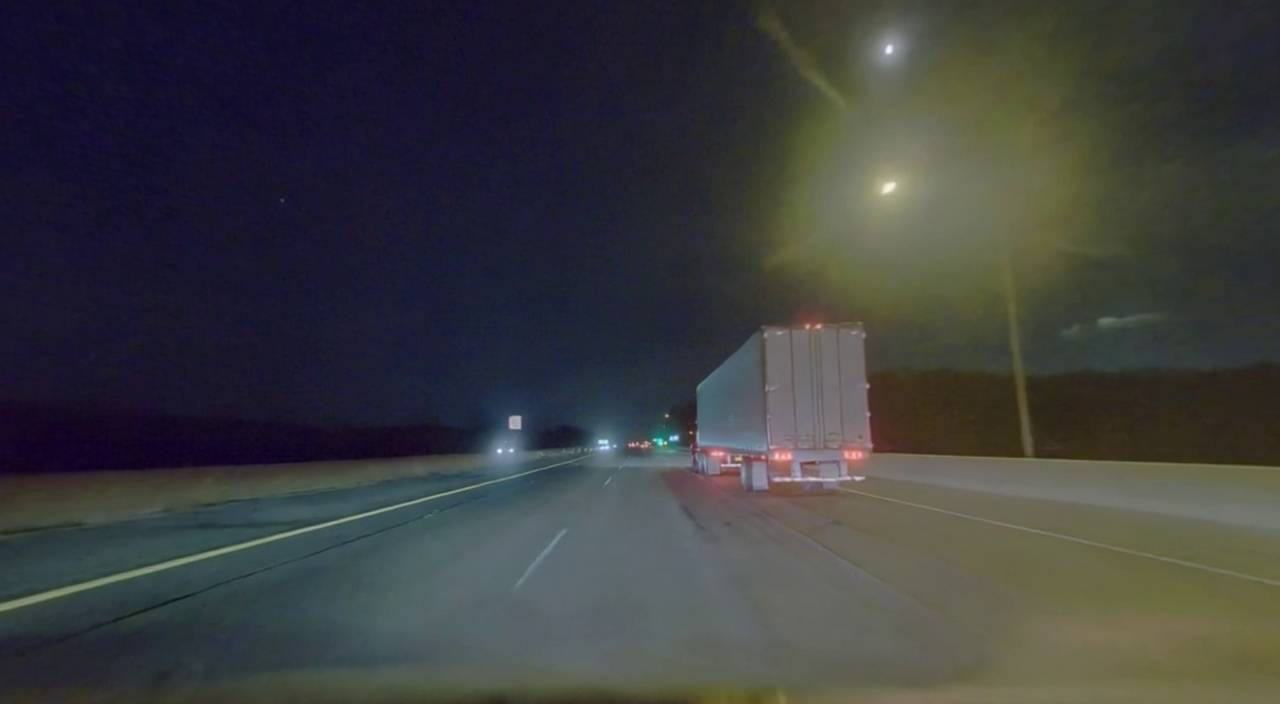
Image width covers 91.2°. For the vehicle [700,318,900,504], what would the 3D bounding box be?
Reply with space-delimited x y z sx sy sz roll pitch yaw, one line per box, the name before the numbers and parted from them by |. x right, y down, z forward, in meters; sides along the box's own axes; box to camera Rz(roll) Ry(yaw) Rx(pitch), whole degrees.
vehicle | 4.170 2.327 20.954 2.933 4.100 14.317 0 -8 0
